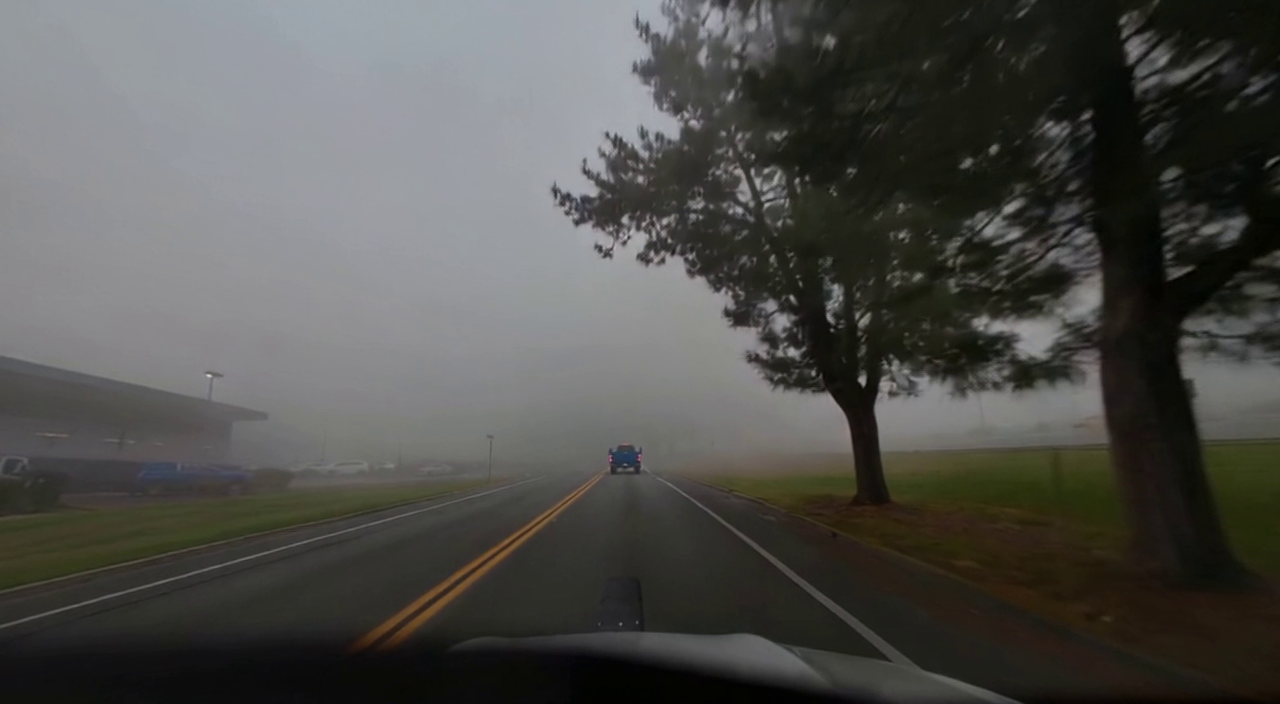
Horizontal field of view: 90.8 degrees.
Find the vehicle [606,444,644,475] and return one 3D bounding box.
[{"bbox_3d":[-1.105,7.740,45.546,2.556,2.063,5.578,1,-9,-2],"label":"vehicle"}]

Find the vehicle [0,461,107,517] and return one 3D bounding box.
[{"bbox_3d":[-20.136,4.495,21.093,1.959,1.636,4.266,4,-10,-18],"label":"vehicle"}]

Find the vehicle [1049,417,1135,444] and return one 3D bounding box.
[{"bbox_3d":[27.383,4.820,38.431,1.816,1.517,3.920,2,-9,-11],"label":"vehicle"}]
